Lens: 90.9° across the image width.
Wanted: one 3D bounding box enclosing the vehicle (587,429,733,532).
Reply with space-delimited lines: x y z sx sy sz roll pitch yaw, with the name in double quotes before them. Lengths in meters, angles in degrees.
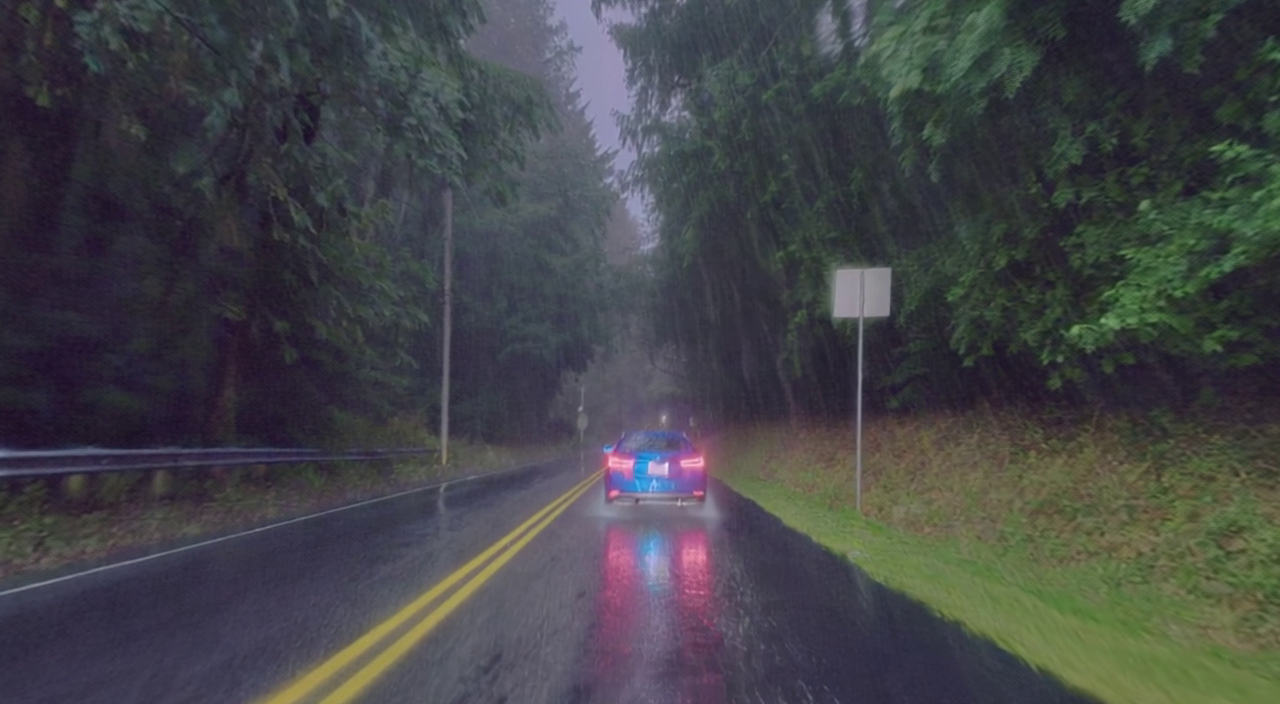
"vehicle" 0.317 2.215 11.397 2.187 1.533 3.726 0 -8 0
